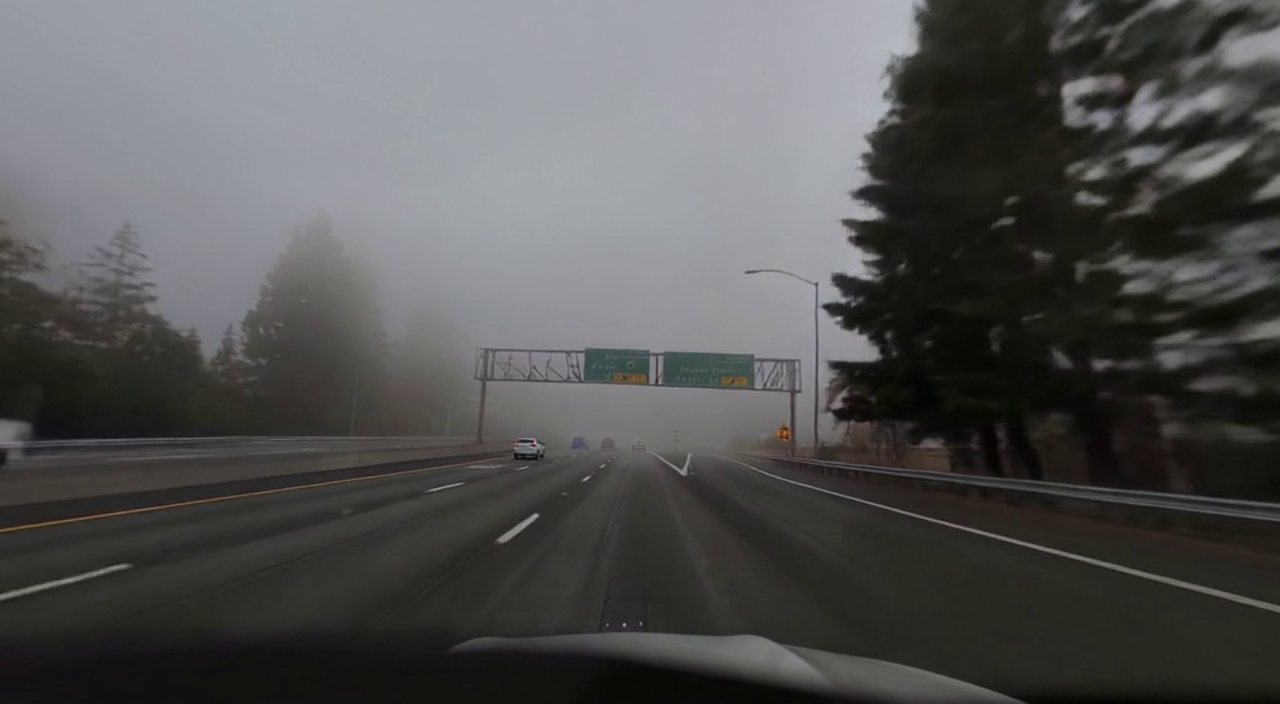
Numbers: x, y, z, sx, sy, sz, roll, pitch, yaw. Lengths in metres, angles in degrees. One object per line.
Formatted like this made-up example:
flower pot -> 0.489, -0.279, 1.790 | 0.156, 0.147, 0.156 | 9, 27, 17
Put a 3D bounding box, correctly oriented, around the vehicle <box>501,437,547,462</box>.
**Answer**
vehicle -> -7.393, 6.265, 40.510 | 2.025, 1.494, 4.495 | 0, -8, 1
